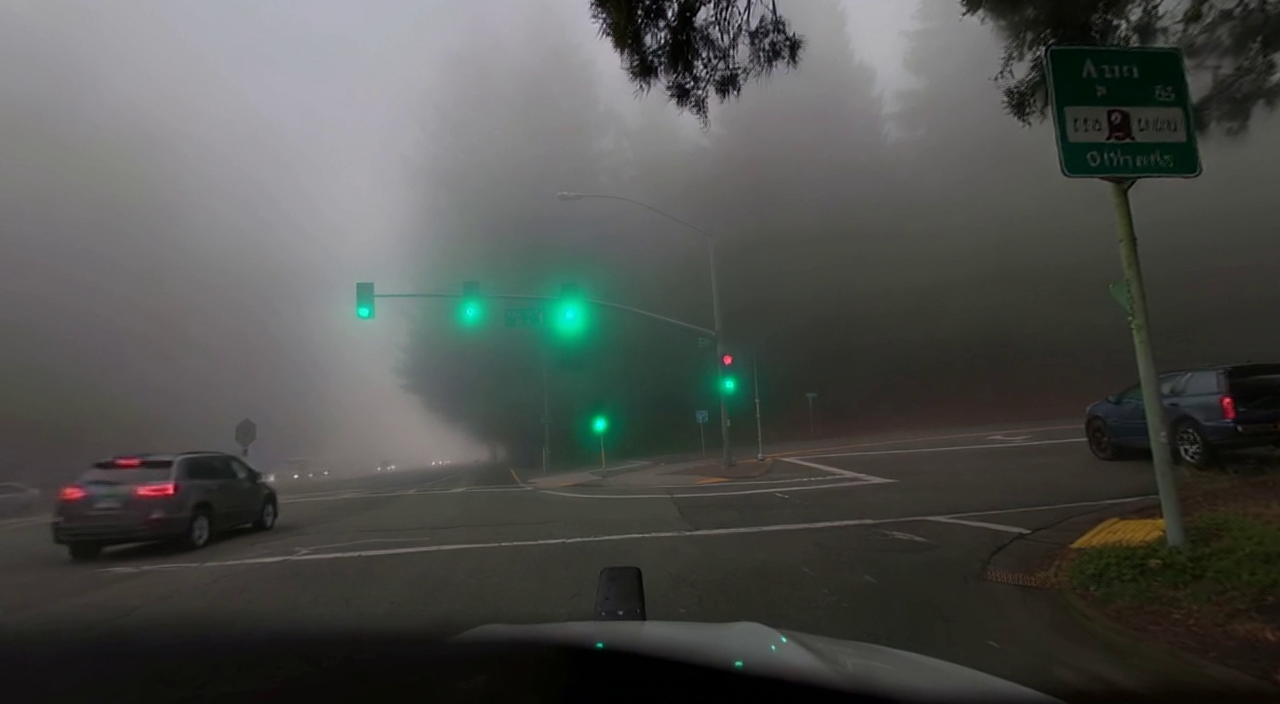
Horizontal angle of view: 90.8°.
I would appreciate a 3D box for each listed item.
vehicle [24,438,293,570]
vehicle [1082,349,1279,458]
[{"bbox_3d":[-8.208,2.537,11.422,2.062,1.740,4.198,-3,-8,-9],"label":"vehicle"},{"bbox_3d":[10.651,1.087,11.797,1.855,1.669,4.529,-2,-9,6],"label":"vehicle"}]
